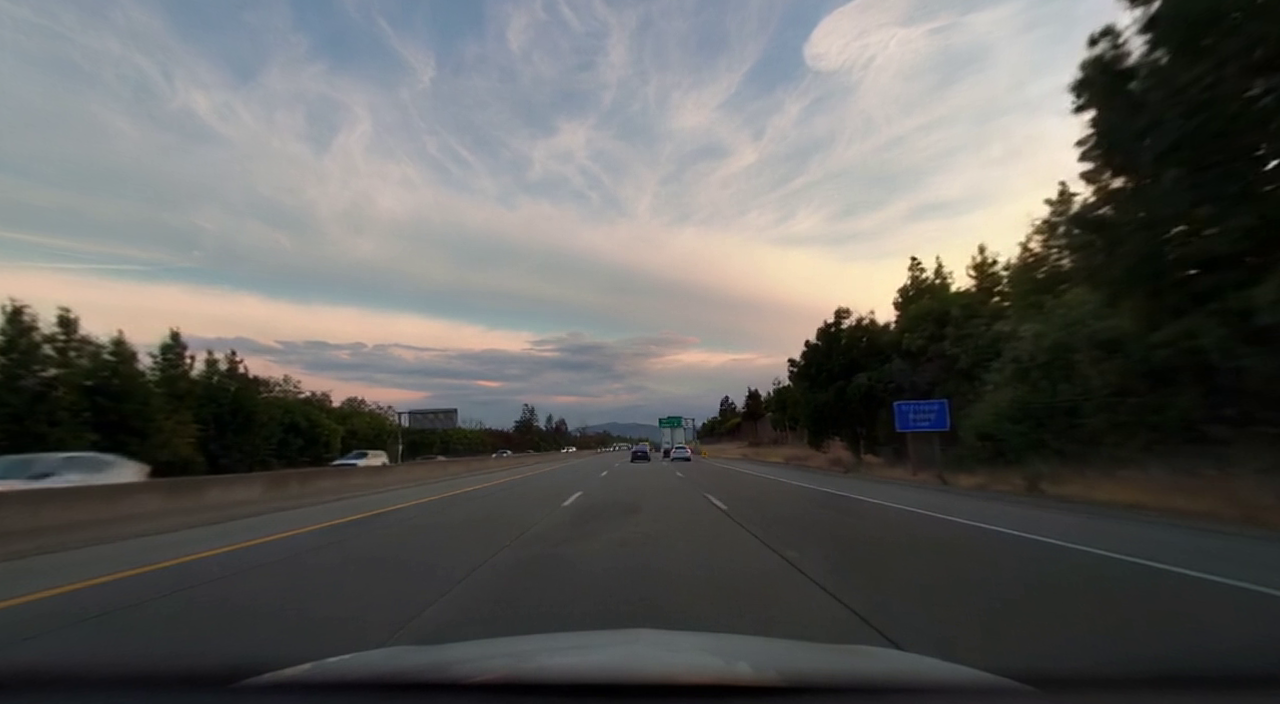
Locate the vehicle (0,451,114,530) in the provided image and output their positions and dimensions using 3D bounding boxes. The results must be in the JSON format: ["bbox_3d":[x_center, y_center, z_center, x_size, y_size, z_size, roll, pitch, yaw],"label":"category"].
[{"bbox_3d":[-13.251,2.709,12.370,1.967,1.496,4.528,0,-9,0],"label":"vehicle"}]

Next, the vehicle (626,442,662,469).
[{"bbox_3d":[0.218,6.700,41.031,2.173,1.598,4.293,0,-9,-1],"label":"vehicle"}]

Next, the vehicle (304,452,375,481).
[{"bbox_3d":[-16.915,6.450,35.773,1.892,1.499,4.292,0,-9,0],"label":"vehicle"}]
